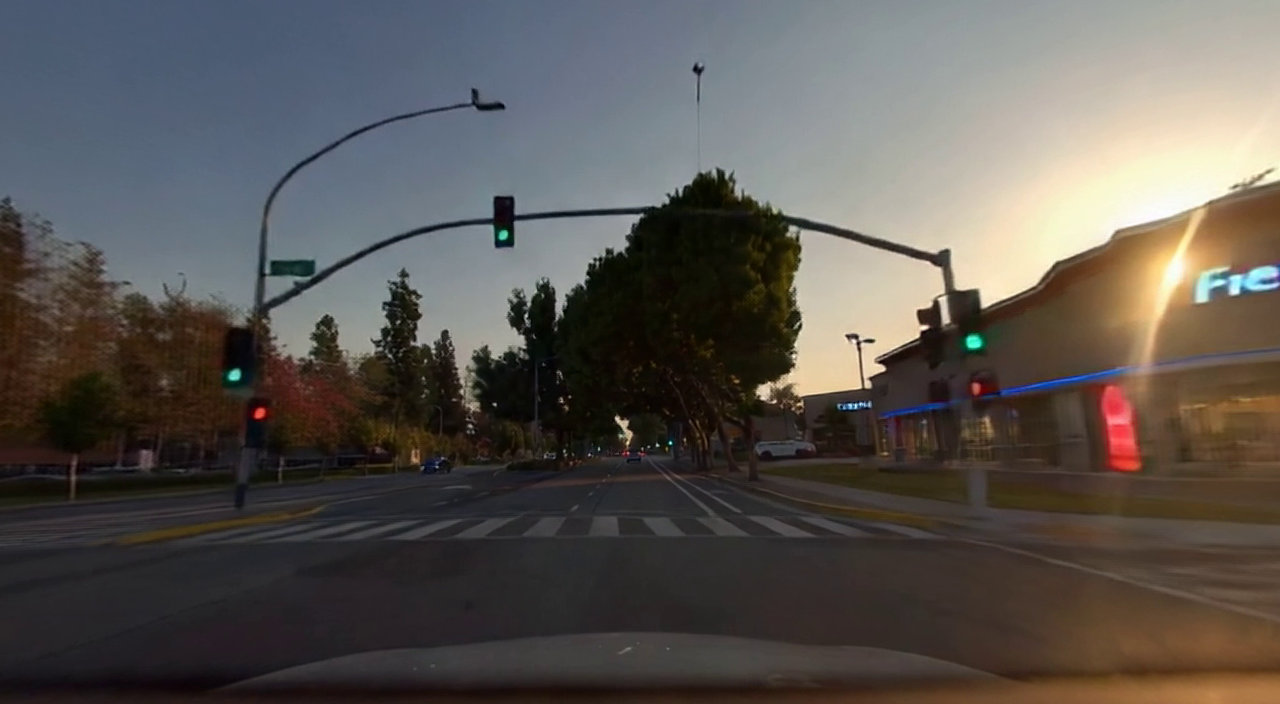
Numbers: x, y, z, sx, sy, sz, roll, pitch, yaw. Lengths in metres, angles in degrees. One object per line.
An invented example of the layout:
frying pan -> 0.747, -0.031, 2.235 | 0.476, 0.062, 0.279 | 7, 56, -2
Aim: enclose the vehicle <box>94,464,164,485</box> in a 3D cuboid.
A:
vehicle -> -37.055, 8.888, 45.859 | 3.470, 1.401, 1.748 | 0, -8, -2
